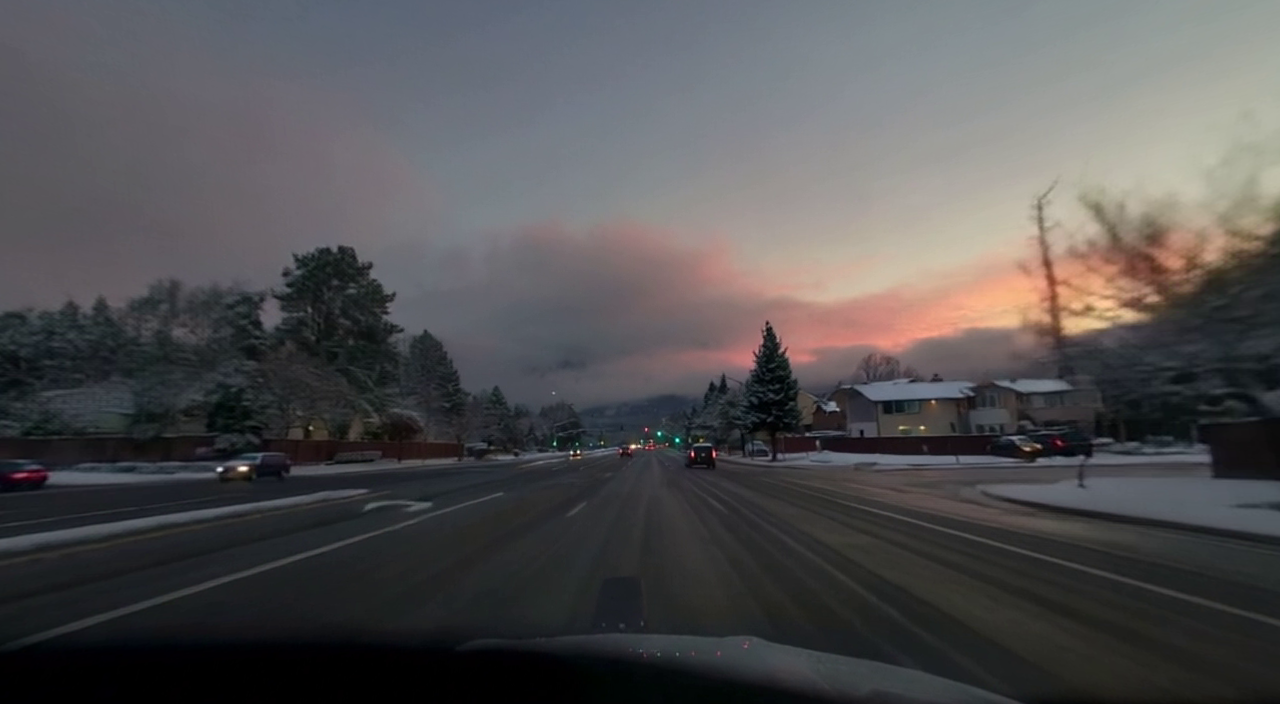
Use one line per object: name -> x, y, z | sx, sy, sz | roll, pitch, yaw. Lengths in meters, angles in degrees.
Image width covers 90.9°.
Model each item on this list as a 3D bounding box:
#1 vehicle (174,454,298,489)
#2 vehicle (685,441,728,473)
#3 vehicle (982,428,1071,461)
vehicle -> -18.536, 5.486, 29.083 | 4.351, 1.489, 1.890 | 0, -9, -3
vehicle -> 3.996, 6.408, 38.698 | 2.114, 1.780, 4.445 | 0, -9, 0
vehicle -> 25.445, 6.148, 41.818 | 2.198, 1.973, 5.805 | 0, -9, 1
